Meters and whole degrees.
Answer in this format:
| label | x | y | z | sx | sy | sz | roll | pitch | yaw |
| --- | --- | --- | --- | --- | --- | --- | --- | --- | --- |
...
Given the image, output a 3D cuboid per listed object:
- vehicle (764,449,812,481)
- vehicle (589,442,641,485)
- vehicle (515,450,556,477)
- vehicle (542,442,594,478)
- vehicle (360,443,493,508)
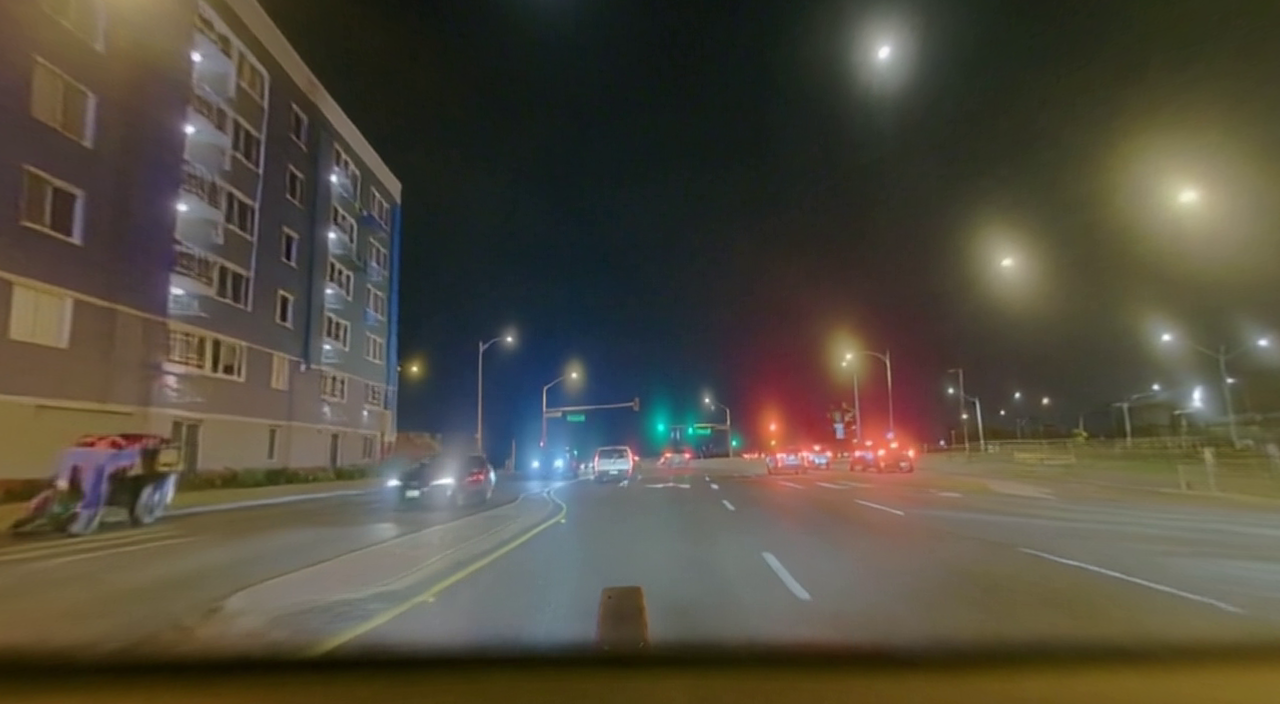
| label | x | y | z | sx | sy | sz | roll | pitch | yaw |
| --- | --- | --- | --- | --- | --- | --- | --- | --- | --- |
| vehicle | 8.795 | 6.696 | 37.804 | 1.952 | 1.749 | 4.311 | -1 | -8 | 2 |
| vehicle | -1.123 | 5.013 | 28.784 | 2.160 | 1.786 | 4.702 | 0 | -8 | -2 |
| vehicle | -7.682 | 8.253 | 46.773 | 2.123 | 1.831 | 4.304 | -1 | -8 | 2 |
| vehicle | -4.779 | 7.299 | 42.933 | 2.515 | 2.248 | 5.821 | -1 | -8 | 3 |
| vehicle | -5.553 | 3.232 | 17.081 | 1.973 | 1.502 | 4.275 | -1 | -8 | 2 |
